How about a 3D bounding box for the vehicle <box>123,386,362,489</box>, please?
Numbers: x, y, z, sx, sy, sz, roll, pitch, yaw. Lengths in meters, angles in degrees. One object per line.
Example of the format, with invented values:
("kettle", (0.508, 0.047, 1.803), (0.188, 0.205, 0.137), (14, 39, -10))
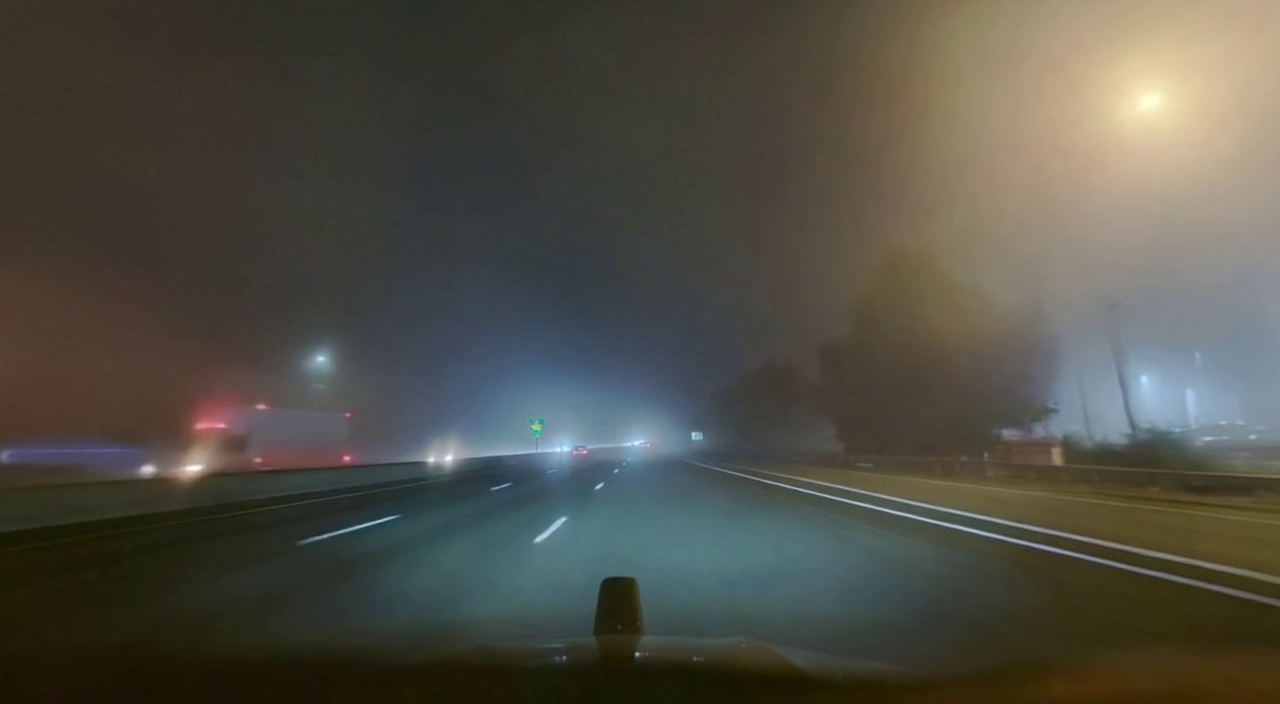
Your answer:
("vehicle", (-19.725, 4.661, 33.582), (2.729, 4.186, 15.380), (0, -9, 0))
